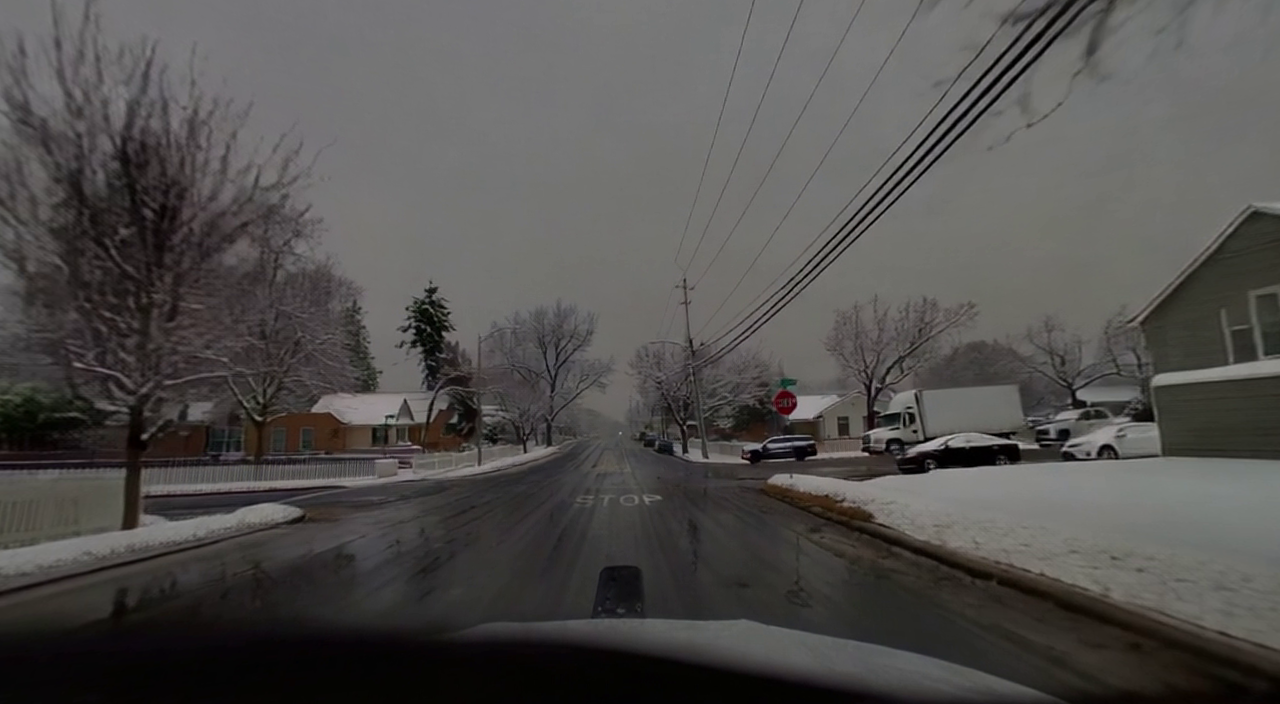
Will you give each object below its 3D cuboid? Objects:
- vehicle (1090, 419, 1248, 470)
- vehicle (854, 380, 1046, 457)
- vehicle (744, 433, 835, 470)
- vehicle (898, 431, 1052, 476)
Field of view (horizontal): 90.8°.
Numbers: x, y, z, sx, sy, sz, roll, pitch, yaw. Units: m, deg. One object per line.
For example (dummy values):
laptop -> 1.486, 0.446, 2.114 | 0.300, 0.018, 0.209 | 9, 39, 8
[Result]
vehicle -> 19.303, 3.399, 23.180 | 3.982, 1.661, 2.106 | 2, -9, -4
vehicle -> 14.972, 3.330, 31.050 | 7.759, 3.523, 2.930 | 0, -9, 0
vehicle -> 7.278, 4.899, 31.085 | 3.867, 1.710, 2.107 | 0, -9, -1
vehicle -> 12.091, 3.673, 22.993 | 4.488, 1.507, 1.954 | 0, -8, -4
